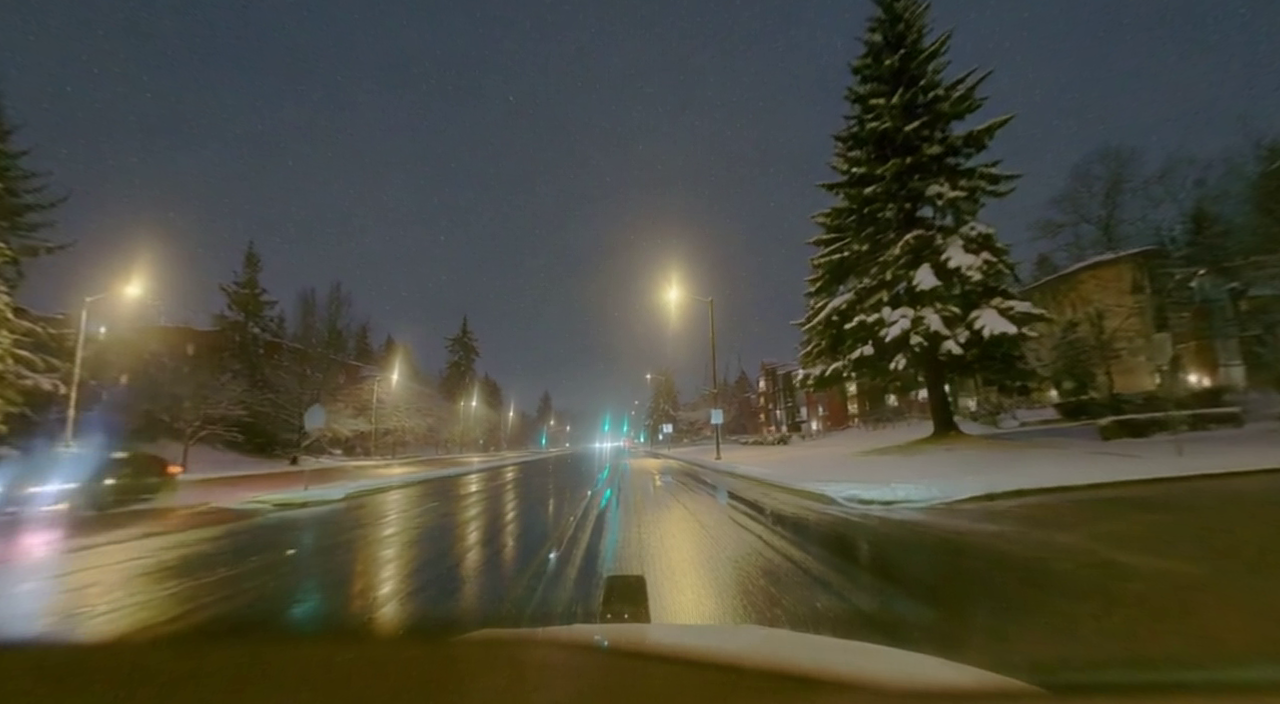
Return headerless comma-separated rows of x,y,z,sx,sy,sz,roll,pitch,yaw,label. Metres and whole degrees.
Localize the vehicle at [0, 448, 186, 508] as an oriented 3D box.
-17.378,3.951,20.298,2.154,1.648,4.555,0,-8,-2,vehicle
